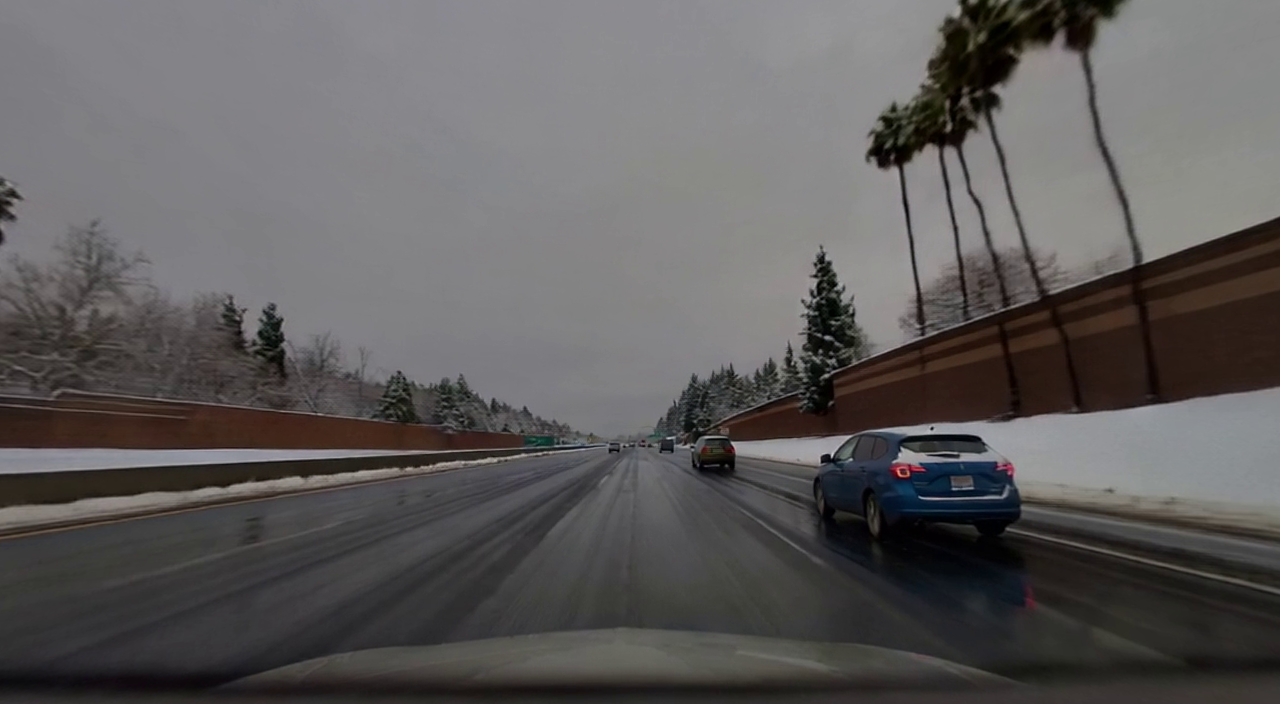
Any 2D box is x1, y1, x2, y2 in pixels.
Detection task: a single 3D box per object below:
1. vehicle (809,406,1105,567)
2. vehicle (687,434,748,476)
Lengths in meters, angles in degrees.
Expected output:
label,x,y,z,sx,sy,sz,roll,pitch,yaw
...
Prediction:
label,x,y,z,sx,sy,sz,roll,pitch,yaw
vehicle,3.935,1.735,8.877,1.910,1.696,4.187,0,-8,-1
vehicle,3.294,4.517,27.858,2.045,1.688,4.313,0,-8,-1
